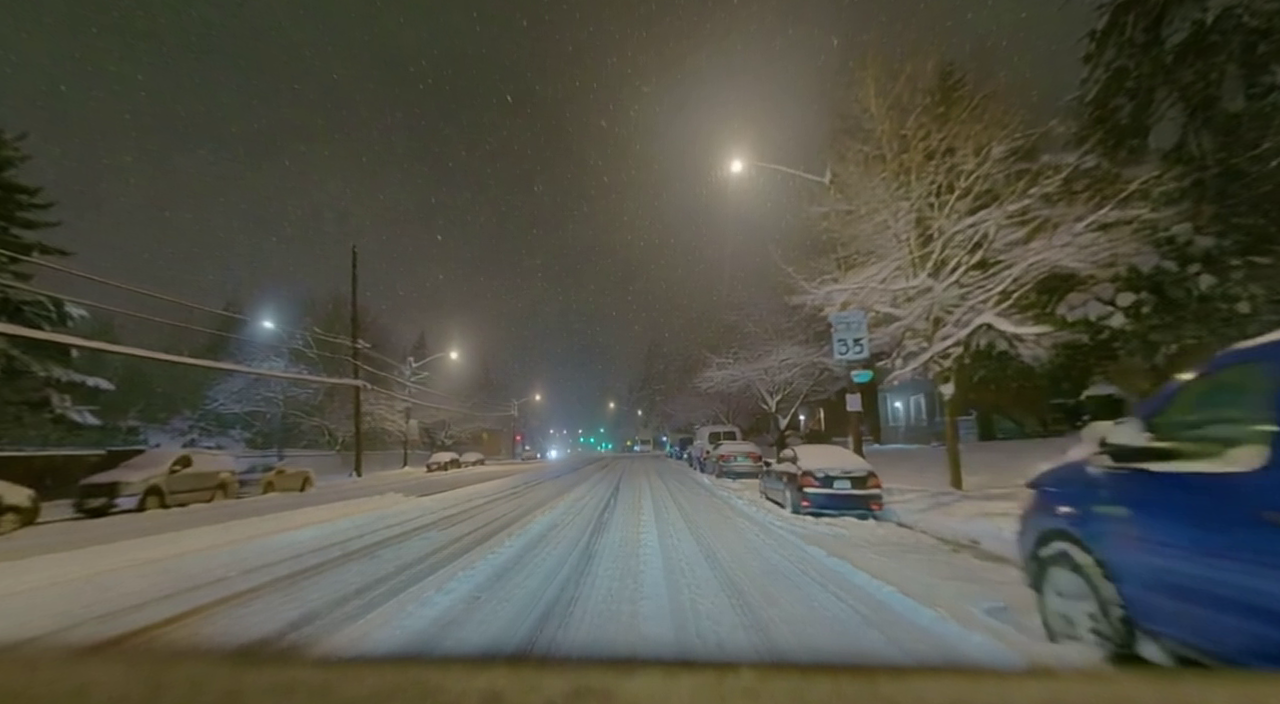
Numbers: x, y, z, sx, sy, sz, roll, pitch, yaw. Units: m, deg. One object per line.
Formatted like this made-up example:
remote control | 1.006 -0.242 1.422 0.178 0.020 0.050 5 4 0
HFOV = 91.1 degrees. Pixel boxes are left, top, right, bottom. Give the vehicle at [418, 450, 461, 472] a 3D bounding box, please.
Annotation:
vehicle | -15.523 8.422 48.717 1.992 1.517 4.426 0 -8 -2

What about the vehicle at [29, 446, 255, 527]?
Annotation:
vehicle | -13.051 3.482 17.027 2.128 1.854 4.943 0 -8 -2

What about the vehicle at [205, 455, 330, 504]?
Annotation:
vehicle | -13.180 4.501 22.563 1.821 1.468 4.408 0 -8 -1

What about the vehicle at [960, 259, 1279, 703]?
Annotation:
vehicle | 3.389 0.565 1.483 2.278 1.976 5.589 0 -8 0

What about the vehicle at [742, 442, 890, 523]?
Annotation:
vehicle | 3.495 2.662 13.409 1.827 1.422 4.340 0 -8 -1
